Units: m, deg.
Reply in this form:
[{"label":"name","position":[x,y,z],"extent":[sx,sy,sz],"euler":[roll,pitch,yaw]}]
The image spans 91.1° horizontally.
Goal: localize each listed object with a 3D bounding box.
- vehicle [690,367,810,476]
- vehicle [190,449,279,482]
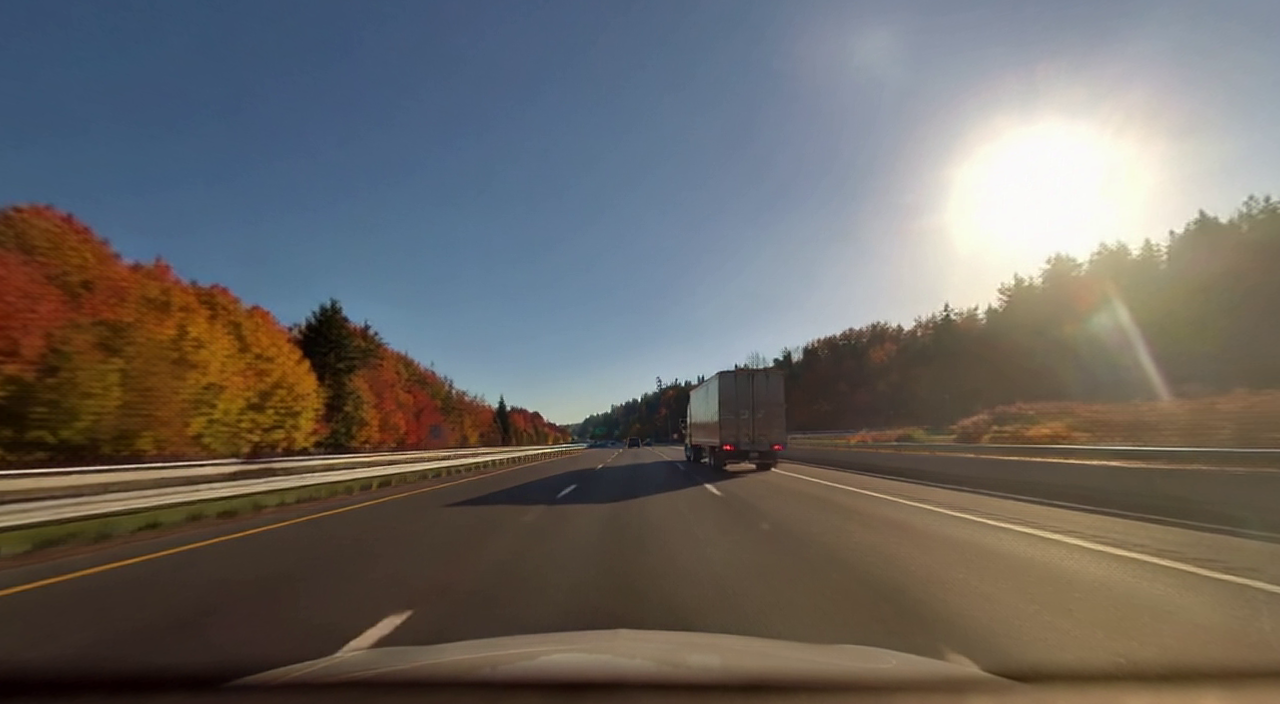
[{"label":"vehicle","position":[4.260,3.078,26.853],"extent":[3.348,3.847,8.908],"euler":[0,-8,-1]},{"label":"vehicle","position":[-21.293,5.943,33.225],"extent":[1.867,1.515,4.266],"euler":[0,-8,0]}]
